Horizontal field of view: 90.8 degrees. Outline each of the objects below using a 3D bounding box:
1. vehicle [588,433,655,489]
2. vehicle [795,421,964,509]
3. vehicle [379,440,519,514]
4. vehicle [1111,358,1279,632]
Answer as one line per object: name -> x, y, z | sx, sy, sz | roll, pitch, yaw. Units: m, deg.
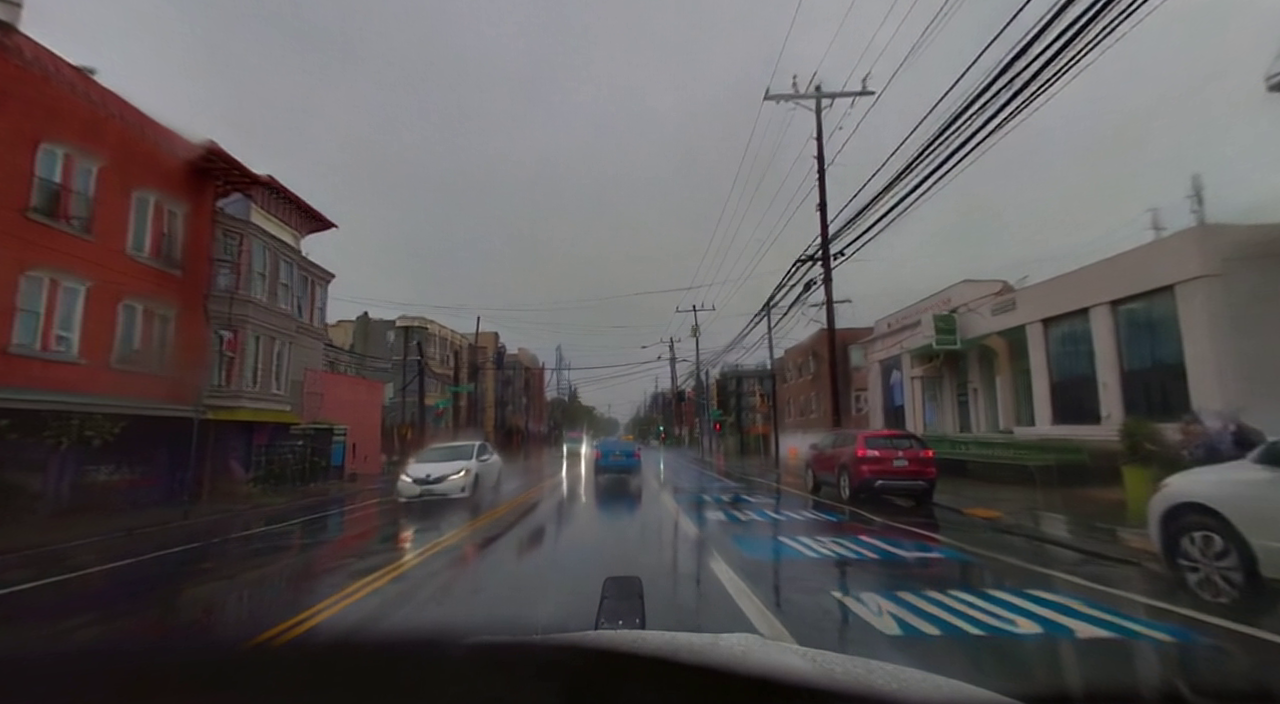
vehicle -> -0.584, 3.515, 20.748 | 1.980, 1.635, 3.795 | -1, -8, -1
vehicle -> 6.007, 2.914, 16.864 | 2.197, 1.917, 5.637 | 0, -8, -1
vehicle -> -4.435, 2.947, 15.504 | 2.181, 1.500, 4.319 | -1, -8, -1
vehicle -> 6.071, 0.940, 3.780 | 2.208, 2.106, 5.496 | -1, -8, 0
